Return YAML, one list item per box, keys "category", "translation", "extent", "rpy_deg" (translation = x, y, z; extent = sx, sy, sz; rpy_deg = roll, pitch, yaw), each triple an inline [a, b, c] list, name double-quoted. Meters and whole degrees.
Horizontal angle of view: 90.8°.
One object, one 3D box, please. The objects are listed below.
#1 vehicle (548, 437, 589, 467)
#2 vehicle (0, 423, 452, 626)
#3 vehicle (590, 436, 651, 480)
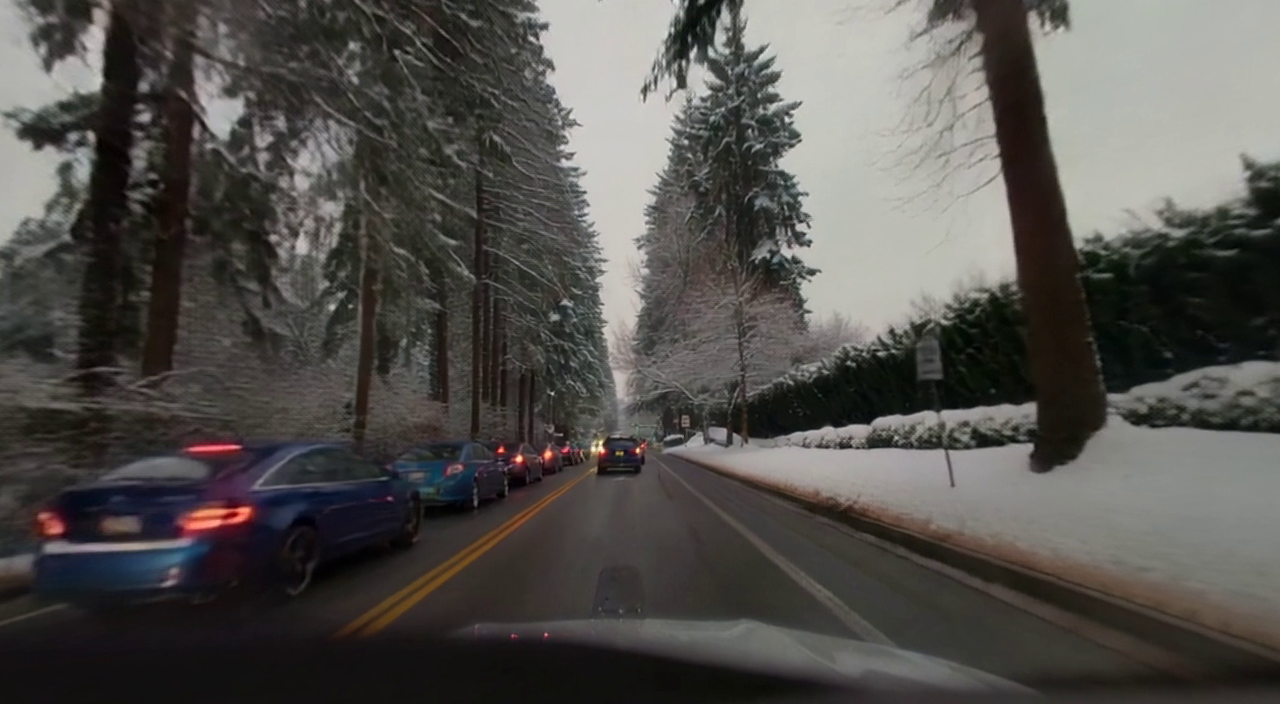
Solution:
- category: "vehicle"
  translation: [-4.194, 5.944, 37.802]
  extent: [1.983, 1.697, 4.285]
  rpy_deg: [0, -8, -1]
- category: "vehicle"
  translation: [-3.701, 1.569, 6.791]
  extent: [2.030, 1.452, 4.312]
  rpy_deg: [0, -8, 0]
- category: "vehicle"
  translation: [-0.716, 4.007, 24.160]
  extent: [2.127, 1.517, 4.090]
  rpy_deg: [0, -8, -1]
